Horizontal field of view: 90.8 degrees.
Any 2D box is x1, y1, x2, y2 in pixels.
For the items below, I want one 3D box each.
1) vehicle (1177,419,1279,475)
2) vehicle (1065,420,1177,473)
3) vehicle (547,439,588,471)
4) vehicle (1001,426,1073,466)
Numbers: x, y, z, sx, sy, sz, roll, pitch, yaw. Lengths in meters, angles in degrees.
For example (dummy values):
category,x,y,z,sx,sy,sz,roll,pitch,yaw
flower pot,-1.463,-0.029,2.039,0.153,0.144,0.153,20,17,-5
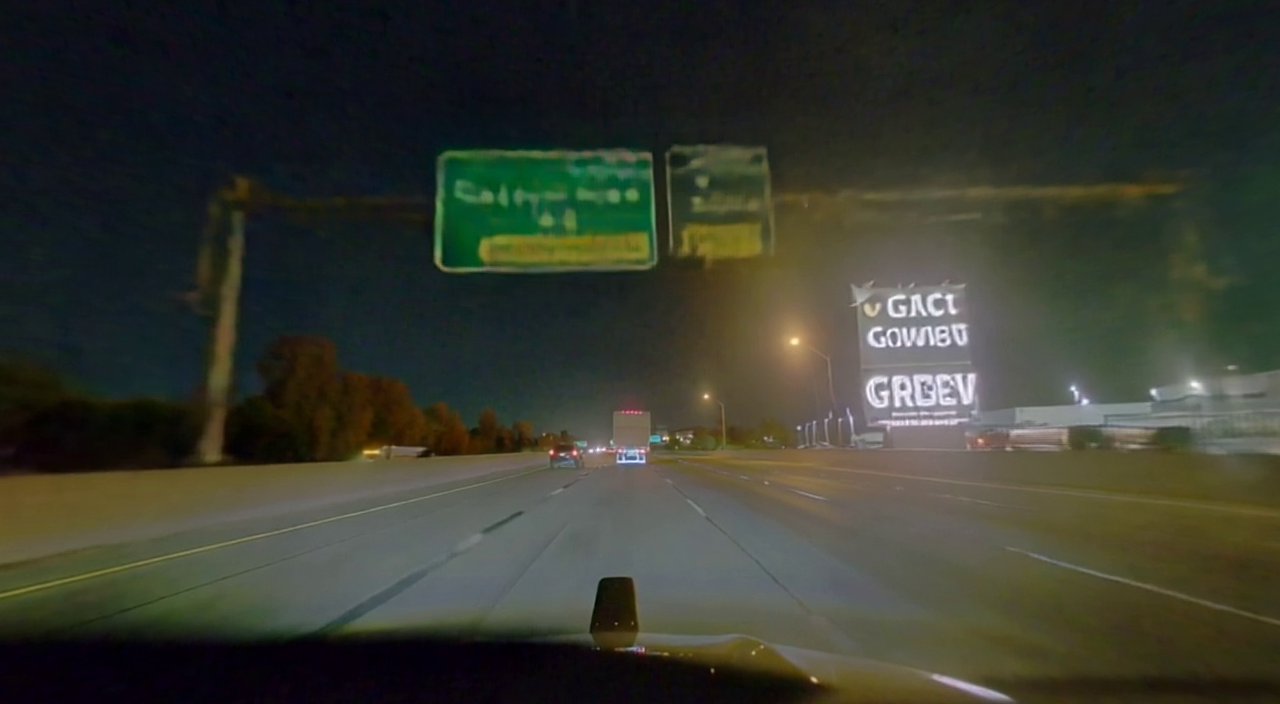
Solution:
category,x,y,z,sx,sy,sz,roll,pitch,yaw
vehicle,35.692,5.500,36.696,6.779,3.072,2.630,1,-8,-6
vehicle,26.245,5.199,34.820,2.193,2.640,5.959,-1,-9,9
vehicle,-4.657,6.707,41.266,2.095,1.930,4.680,0,-9,0
vehicle,28.981,6.907,46.453,2.277,2.699,7.384,-2,-9,16
